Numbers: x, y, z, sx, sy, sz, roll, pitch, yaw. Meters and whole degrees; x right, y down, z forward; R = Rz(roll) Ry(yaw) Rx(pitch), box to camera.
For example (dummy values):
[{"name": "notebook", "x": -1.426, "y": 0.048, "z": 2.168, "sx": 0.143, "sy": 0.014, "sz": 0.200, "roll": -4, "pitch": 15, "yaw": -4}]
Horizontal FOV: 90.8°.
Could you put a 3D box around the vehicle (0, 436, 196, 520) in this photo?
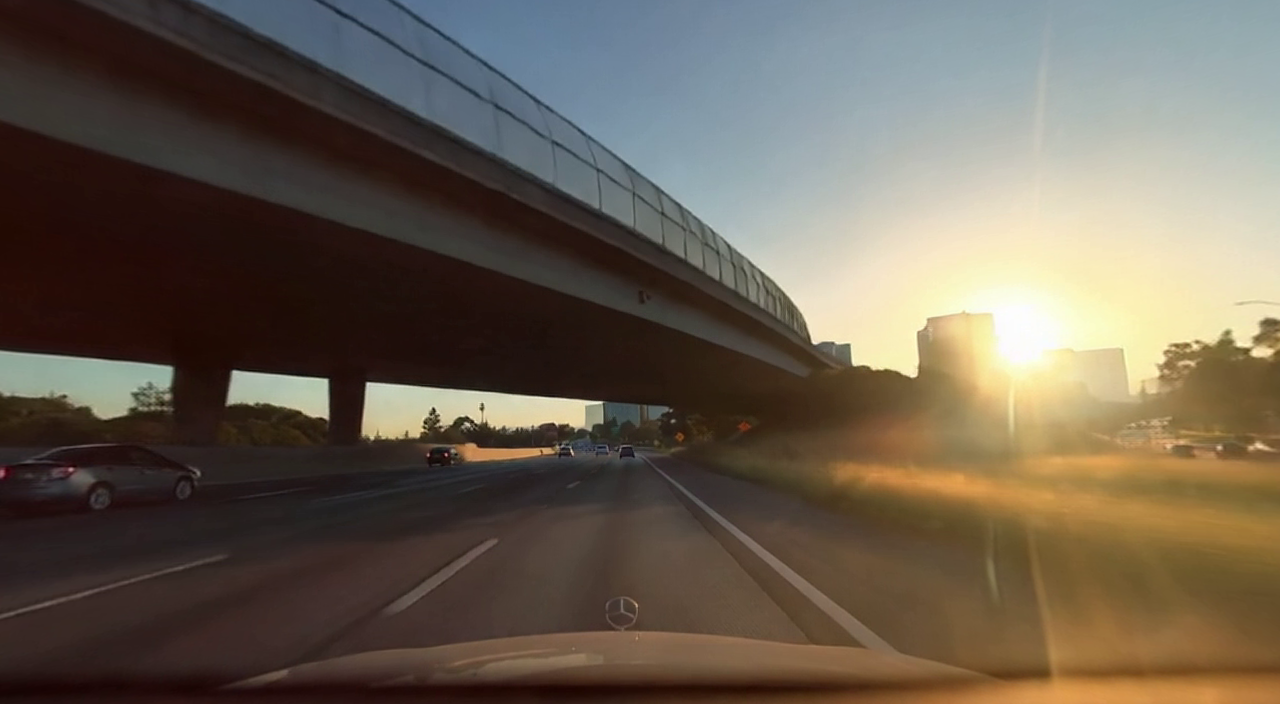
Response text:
[{"name": "vehicle", "x": -14.257, "y": 3.085, "z": 16.145, "sx": 2.049, "sy": 1.792, "sz": 5.177, "roll": 0, "pitch": -9, "yaw": -1}]

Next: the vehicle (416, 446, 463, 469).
[{"name": "vehicle", "x": -14.828, "y": 7.818, "z": 47.015, "sx": 2.057, "sy": 1.619, "sz": 4.443, "roll": 0, "pitch": -9, "yaw": 0}]
